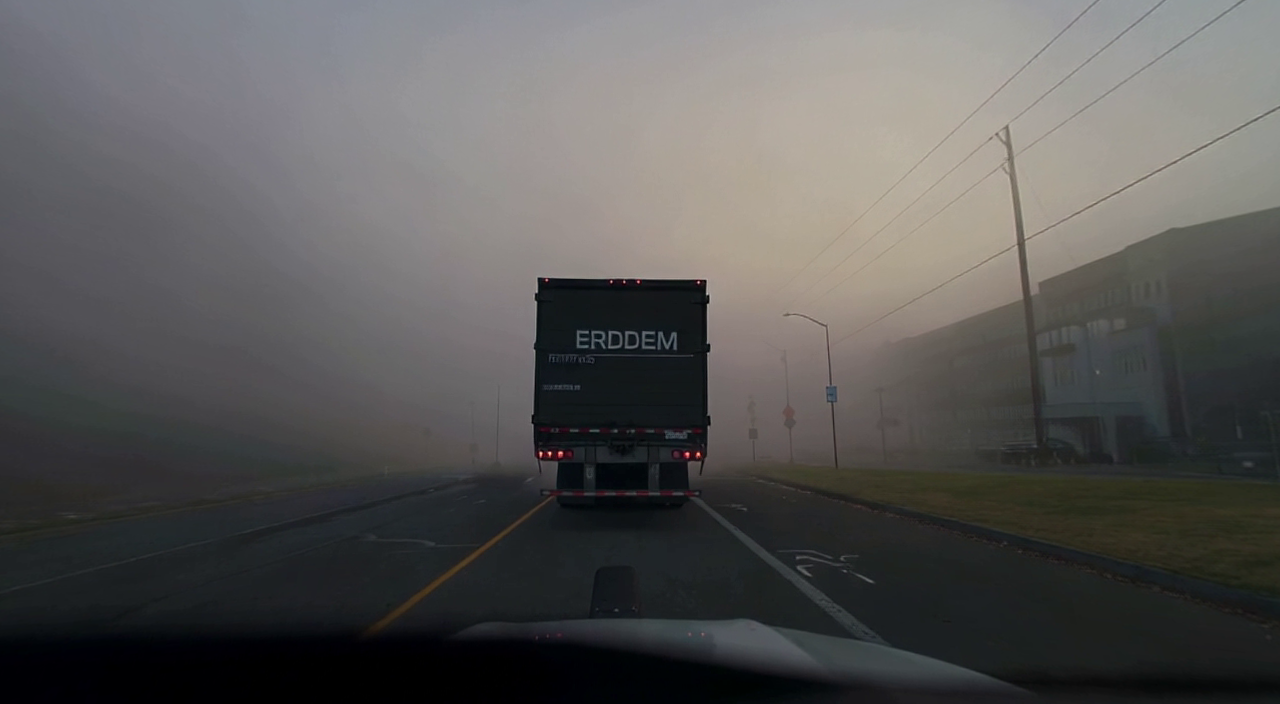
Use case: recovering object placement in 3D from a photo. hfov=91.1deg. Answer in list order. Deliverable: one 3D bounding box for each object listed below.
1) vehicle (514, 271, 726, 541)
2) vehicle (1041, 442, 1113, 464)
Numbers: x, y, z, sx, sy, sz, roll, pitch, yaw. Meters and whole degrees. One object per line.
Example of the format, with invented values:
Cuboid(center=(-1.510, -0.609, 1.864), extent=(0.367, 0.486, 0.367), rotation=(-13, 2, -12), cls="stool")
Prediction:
Cuboid(center=(-0.187, 1.329, 13.386), extent=(2.876, 3.724, 9.351), rotation=(-1, -8, 1), cls="vehicle")
Cuboid(center=(31.362, 7.212, 45.152), extent=(1.652, 1.423, 3.797), rotation=(5, -9, -36), cls="vehicle")
